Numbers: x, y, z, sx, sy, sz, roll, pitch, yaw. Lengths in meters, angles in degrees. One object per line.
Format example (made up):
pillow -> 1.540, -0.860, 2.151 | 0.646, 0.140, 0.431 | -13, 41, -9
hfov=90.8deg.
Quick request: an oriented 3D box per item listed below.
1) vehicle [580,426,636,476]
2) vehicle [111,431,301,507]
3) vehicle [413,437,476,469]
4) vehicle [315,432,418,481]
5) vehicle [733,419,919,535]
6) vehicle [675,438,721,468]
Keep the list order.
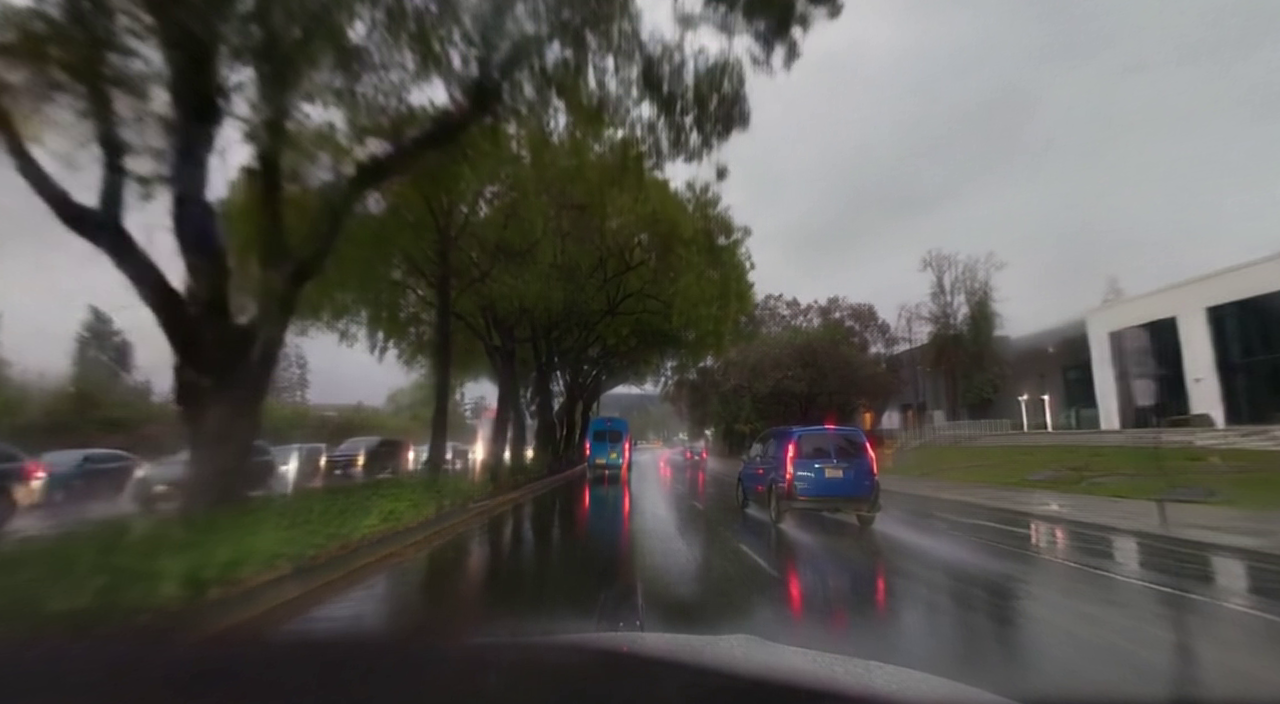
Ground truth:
vehicle -> -1.327, 4.404, 28.248 | 2.228, 2.054, 4.309 | 0, -8, 1
vehicle -> -10.927, 2.953, 16.379 | 1.988, 1.689, 4.047 | 0, -8, 0
vehicle -> -11.265, 5.862, 36.778 | 2.192, 1.754, 4.569 | 0, -8, 0
vehicle -> -11.101, 4.267, 26.110 | 2.091, 1.806, 4.859 | 0, -8, 0
vehicle -> 3.011, 2.123, 11.295 | 1.965, 1.671, 4.146 | 0, -8, -1
vehicle -> 3.372, 6.004, 37.629 | 2.248, 1.692, 4.252 | 0, -8, -1
